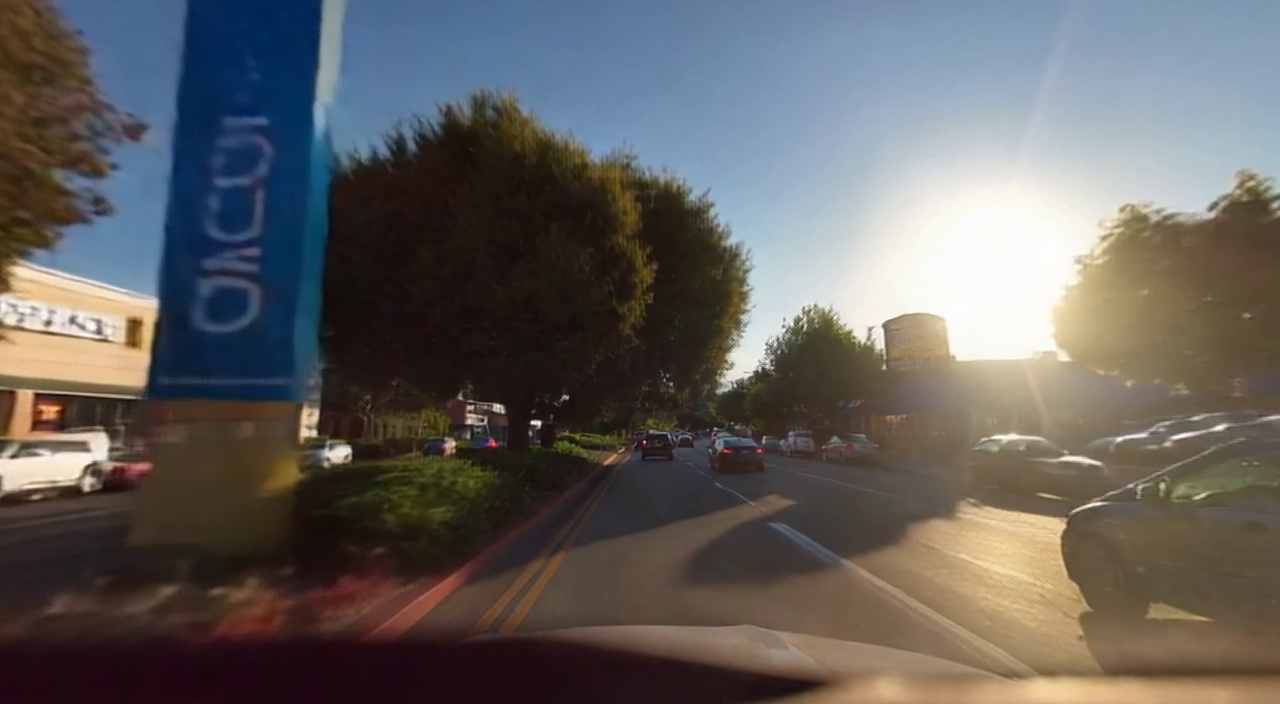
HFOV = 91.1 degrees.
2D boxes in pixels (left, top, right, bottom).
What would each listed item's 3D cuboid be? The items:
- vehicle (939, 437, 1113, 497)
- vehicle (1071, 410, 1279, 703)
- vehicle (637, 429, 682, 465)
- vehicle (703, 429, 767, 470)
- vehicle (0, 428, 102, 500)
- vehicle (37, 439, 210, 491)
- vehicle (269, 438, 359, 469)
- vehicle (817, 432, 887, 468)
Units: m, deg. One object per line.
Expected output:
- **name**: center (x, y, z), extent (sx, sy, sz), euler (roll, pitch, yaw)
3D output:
- **vehicle**: center (10.979, 3.281, 18.372), extent (2.110, 1.535, 4.506), euler (0, -8, -2)
- **vehicle**: center (4.041, 0.893, 2.175), extent (1.908, 1.463, 4.506), euler (0, -8, 0)
- **vehicle**: center (0.945, 4.796, 31.718), extent (2.098, 1.682, 3.778), euler (0, -8, 1)
- **vehicle**: center (4.110, 4.311, 27.887), extent (2.115, 1.692, 4.189), euler (0, -8, -1)
- **vehicle**: center (-18.589, 3.153, 17.725), extent (1.948, 1.965, 5.421), euler (0, -8, -1)
- **vehicle**: center (-18.546, 4.050, 22.974), extent (2.141, 1.655, 4.978), euler (0, -8, -1)
- **vehicle**: center (-18.265, 5.681, 35.520), extent (2.034, 1.532, 5.548), euler (0, -7, 1)
- **vehicle**: center (10.854, 5.068, 32.525), extent (2.123, 1.726, 4.520), euler (0, -8, 1)
